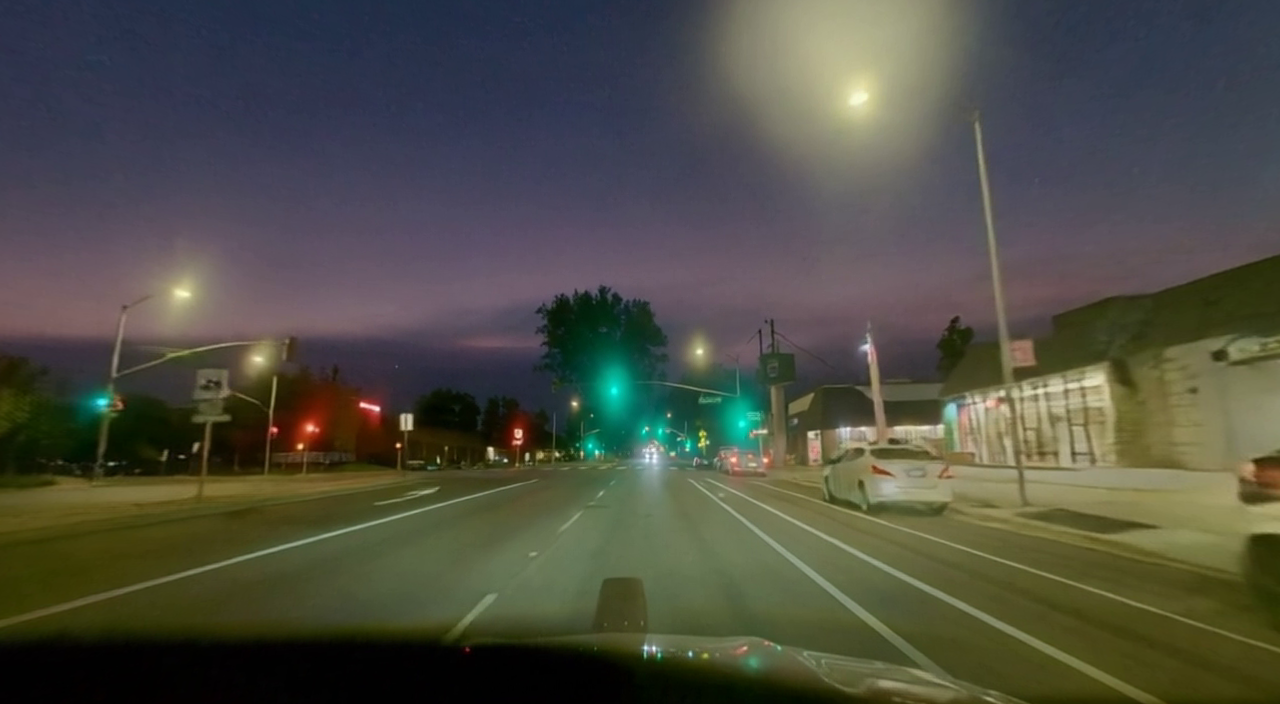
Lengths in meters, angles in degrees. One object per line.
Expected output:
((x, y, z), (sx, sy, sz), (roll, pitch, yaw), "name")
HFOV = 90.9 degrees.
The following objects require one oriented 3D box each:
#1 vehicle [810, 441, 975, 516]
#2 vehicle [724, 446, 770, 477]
((5.954, 3.038, 15.650), (2.057, 1.541, 4.735), (0, -9, -1), "vehicle")
((6.154, 6.375, 36.918), (1.845, 1.664, 5.285), (0, -9, 1), "vehicle")
